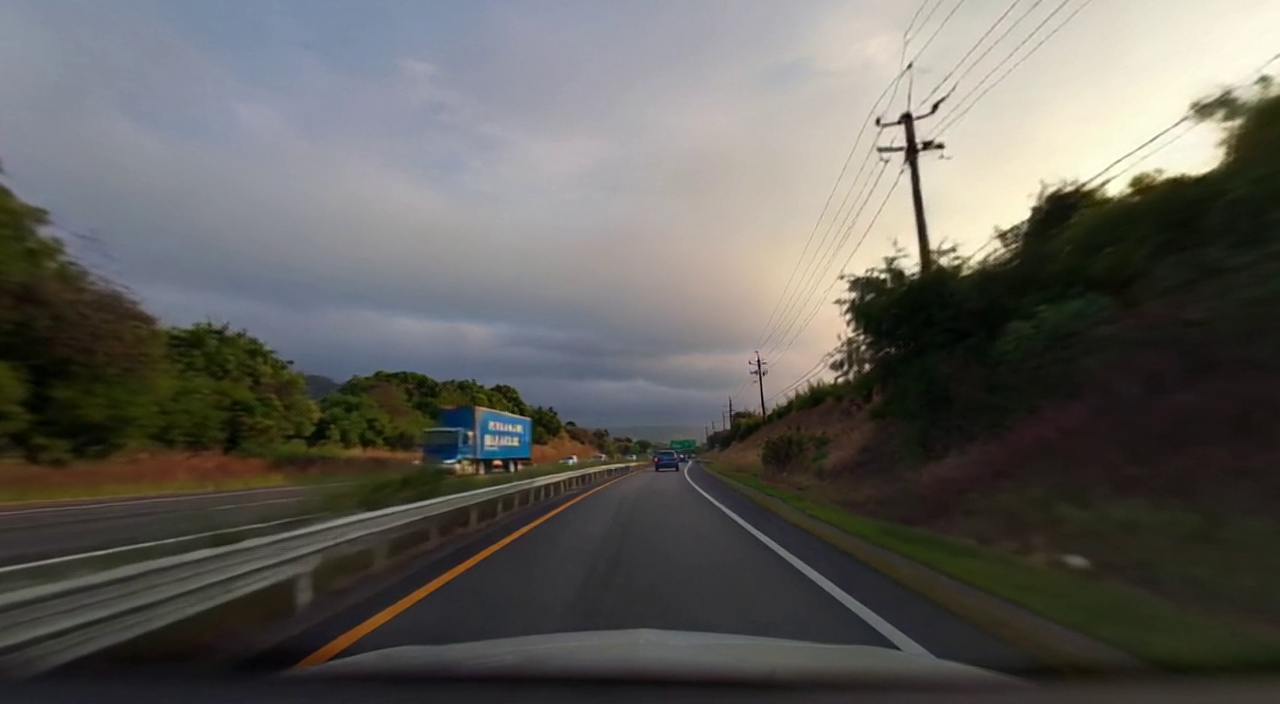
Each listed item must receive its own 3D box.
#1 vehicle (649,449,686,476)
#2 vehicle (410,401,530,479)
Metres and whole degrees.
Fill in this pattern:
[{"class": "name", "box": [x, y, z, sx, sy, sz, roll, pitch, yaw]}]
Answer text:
[{"class": "vehicle", "box": [1.626, 6.527, 37.356, 2.080, 1.486, 3.813, -1, -9, 3]}, {"class": "vehicle", "box": [-9.293, 5.198, 36.436, 3.005, 3.782, 10.956, -1, -9, 5]}]
